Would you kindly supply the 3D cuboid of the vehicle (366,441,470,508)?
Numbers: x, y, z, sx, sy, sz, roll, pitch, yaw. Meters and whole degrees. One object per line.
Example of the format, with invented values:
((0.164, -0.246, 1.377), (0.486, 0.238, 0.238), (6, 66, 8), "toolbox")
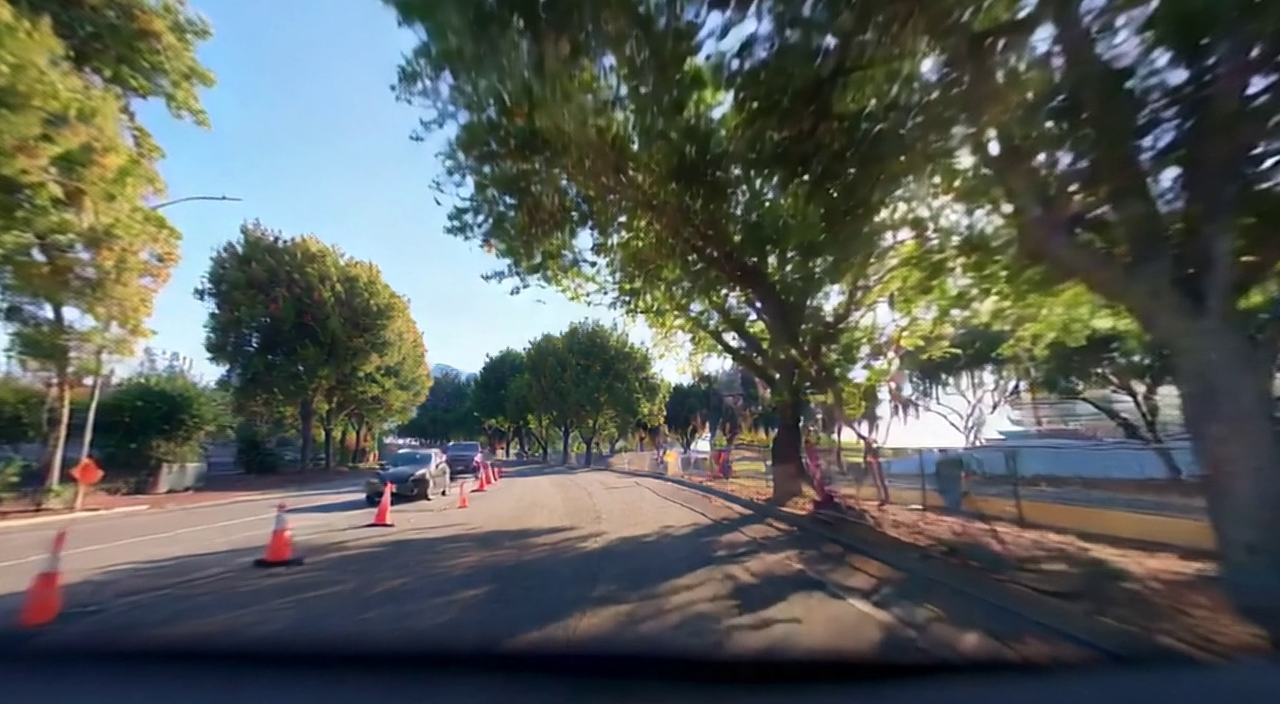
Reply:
((-6.866, 3.779, 20.055), (2.019, 1.840, 4.437), (0, -9, -5), "vehicle")
